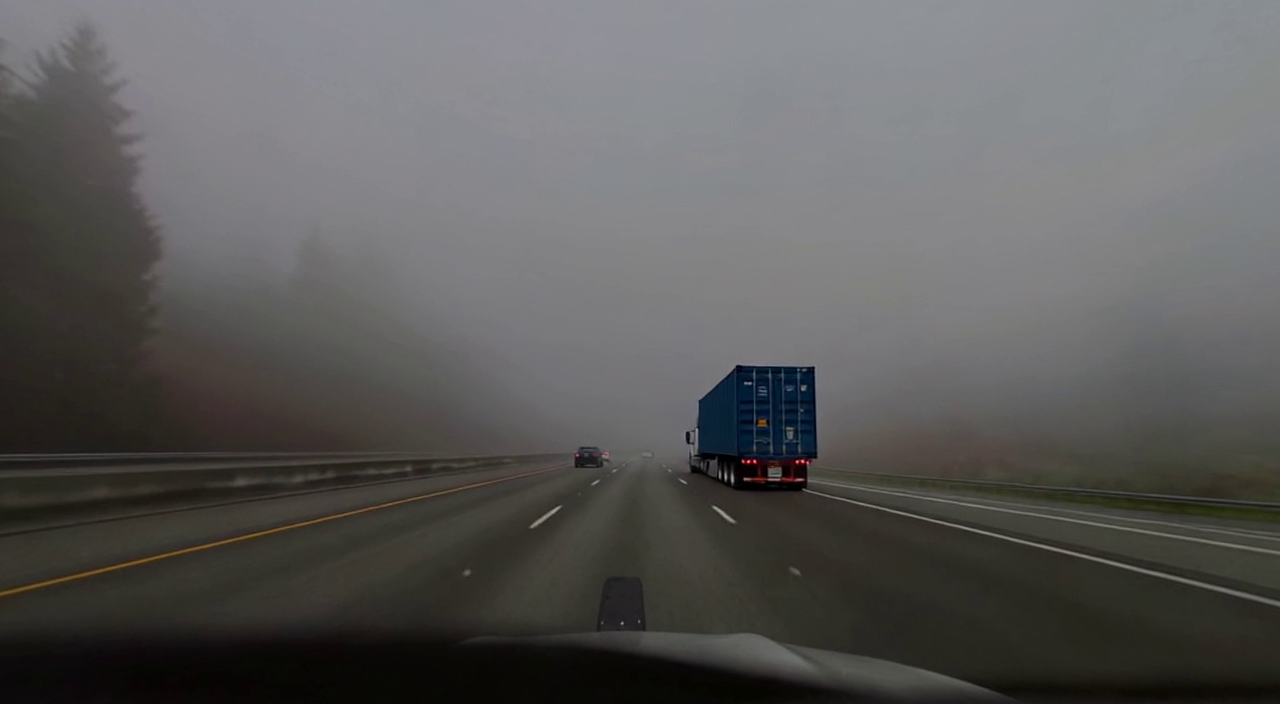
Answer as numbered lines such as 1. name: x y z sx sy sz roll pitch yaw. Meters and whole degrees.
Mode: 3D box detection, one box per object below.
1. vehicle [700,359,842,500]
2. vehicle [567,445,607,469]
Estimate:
1. vehicle: 4.365 3.207 24.601 2.821 4.046 12.876 0 -9 0
2. vehicle: -3.762 7.625 45.951 2.370 1.647 5.091 0 -9 1
